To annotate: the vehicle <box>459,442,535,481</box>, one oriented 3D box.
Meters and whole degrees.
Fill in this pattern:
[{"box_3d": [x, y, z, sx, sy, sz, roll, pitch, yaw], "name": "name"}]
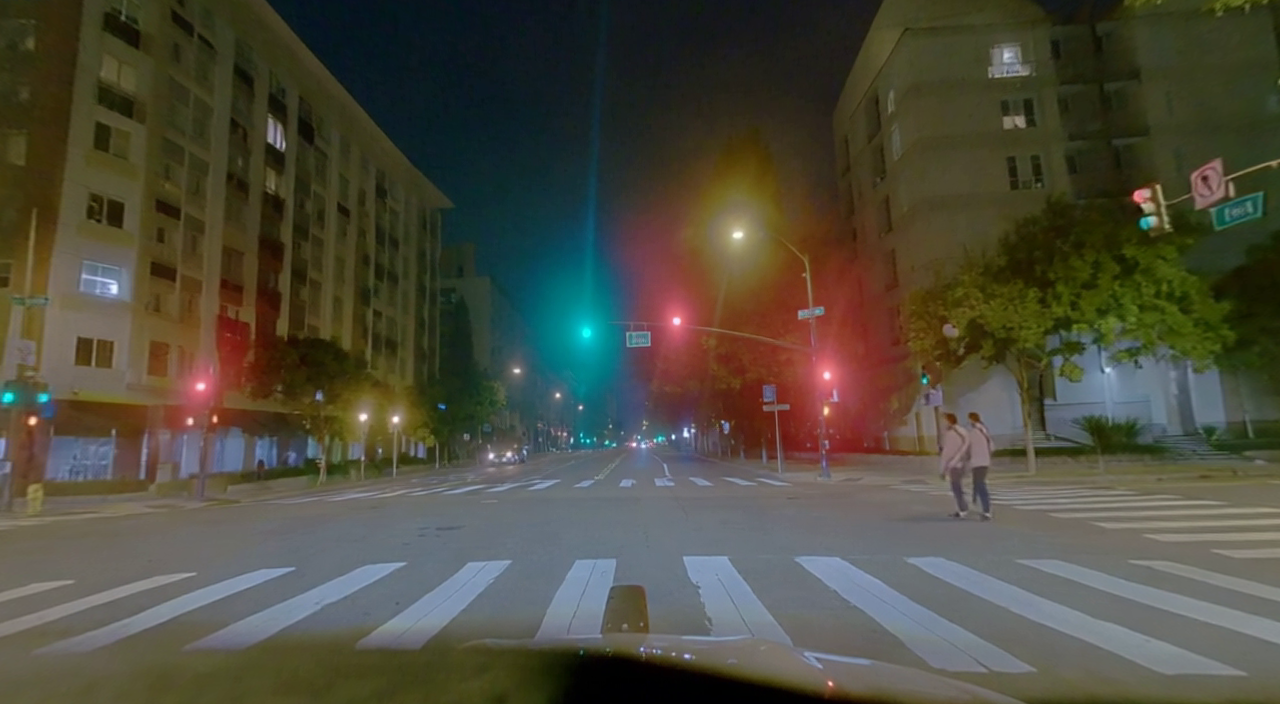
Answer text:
[{"box_3d": [-5.879, 4.547, 26.483, 2.127, 1.473, 4.428, 0, -8, 1], "name": "vehicle"}]
